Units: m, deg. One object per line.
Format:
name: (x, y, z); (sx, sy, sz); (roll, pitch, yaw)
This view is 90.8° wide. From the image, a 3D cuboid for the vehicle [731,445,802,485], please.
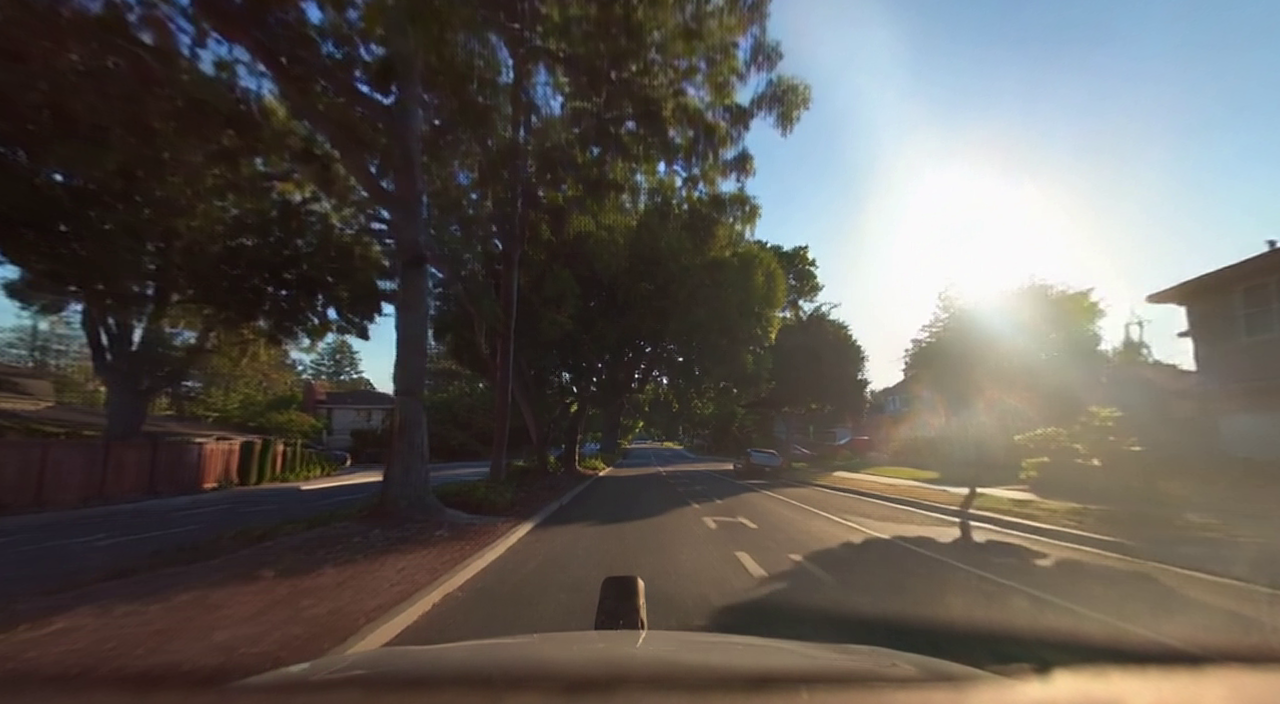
vehicle: (5.041, 4.575, 25.869); (1.904, 1.475, 4.386); (0, -8, -1)
